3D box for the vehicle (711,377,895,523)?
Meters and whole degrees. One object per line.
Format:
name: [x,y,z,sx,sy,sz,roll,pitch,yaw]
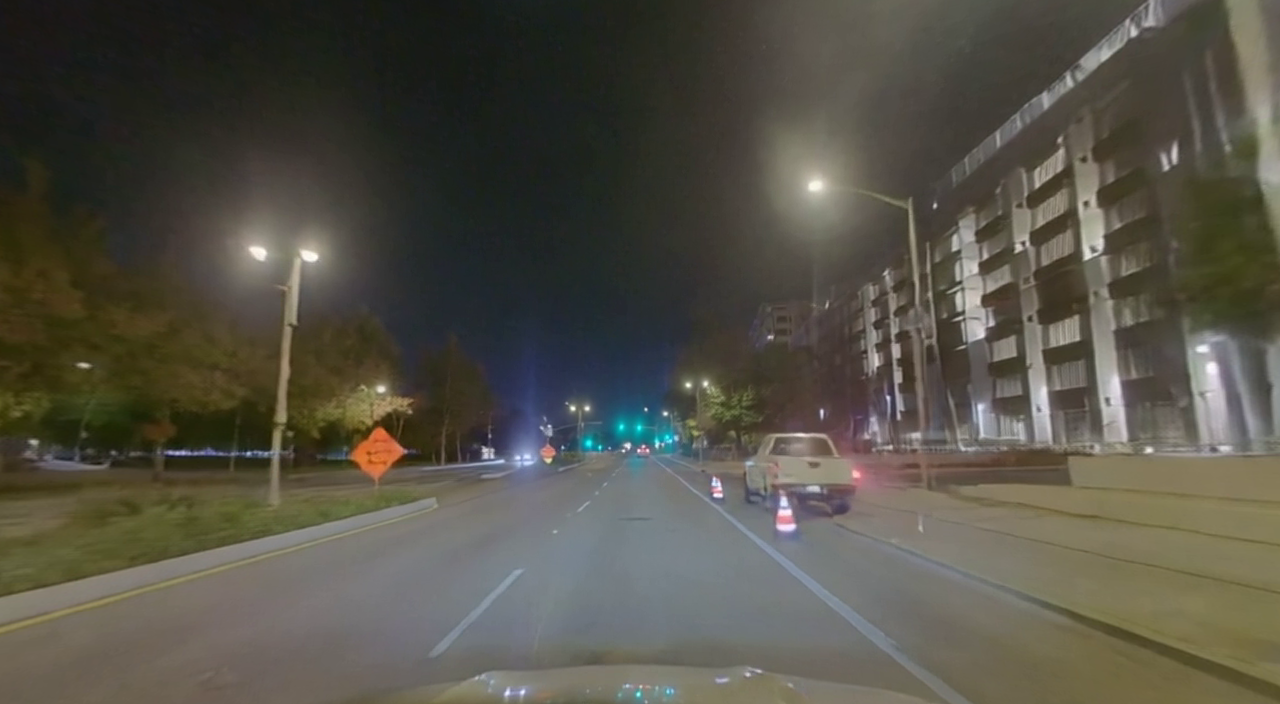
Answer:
vehicle: [3.246,2.046,13.536,2.849,2.686,3.176,0,-8,-4]
